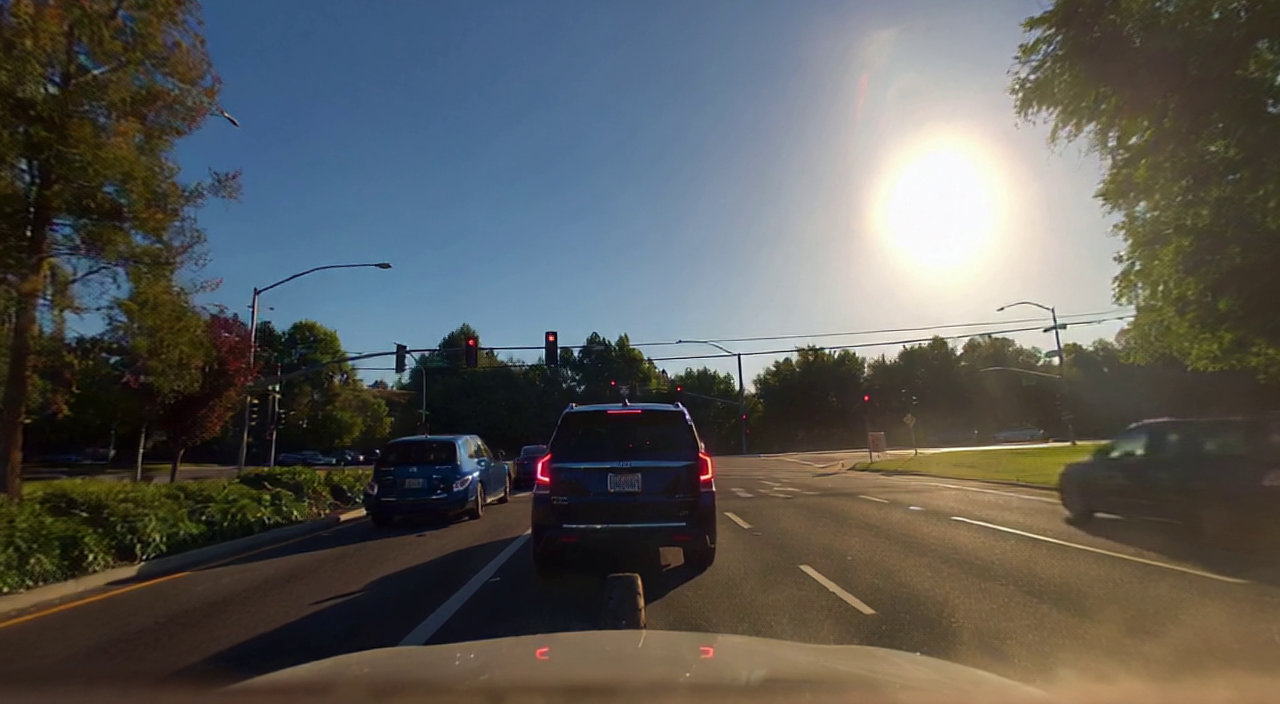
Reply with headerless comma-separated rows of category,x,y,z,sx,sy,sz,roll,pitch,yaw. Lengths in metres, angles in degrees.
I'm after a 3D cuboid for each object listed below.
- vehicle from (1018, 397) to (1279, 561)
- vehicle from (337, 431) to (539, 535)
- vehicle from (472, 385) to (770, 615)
vehicle,7.981,1.696,9.050,2.166,1.761,4.692,0,-8,0
vehicle,-3.367,2.293,11.837,2.061,1.504,5.142,0,-8,0
vehicle,-0.157,1.450,7.050,2.298,1.770,4.138,0,-8,0
